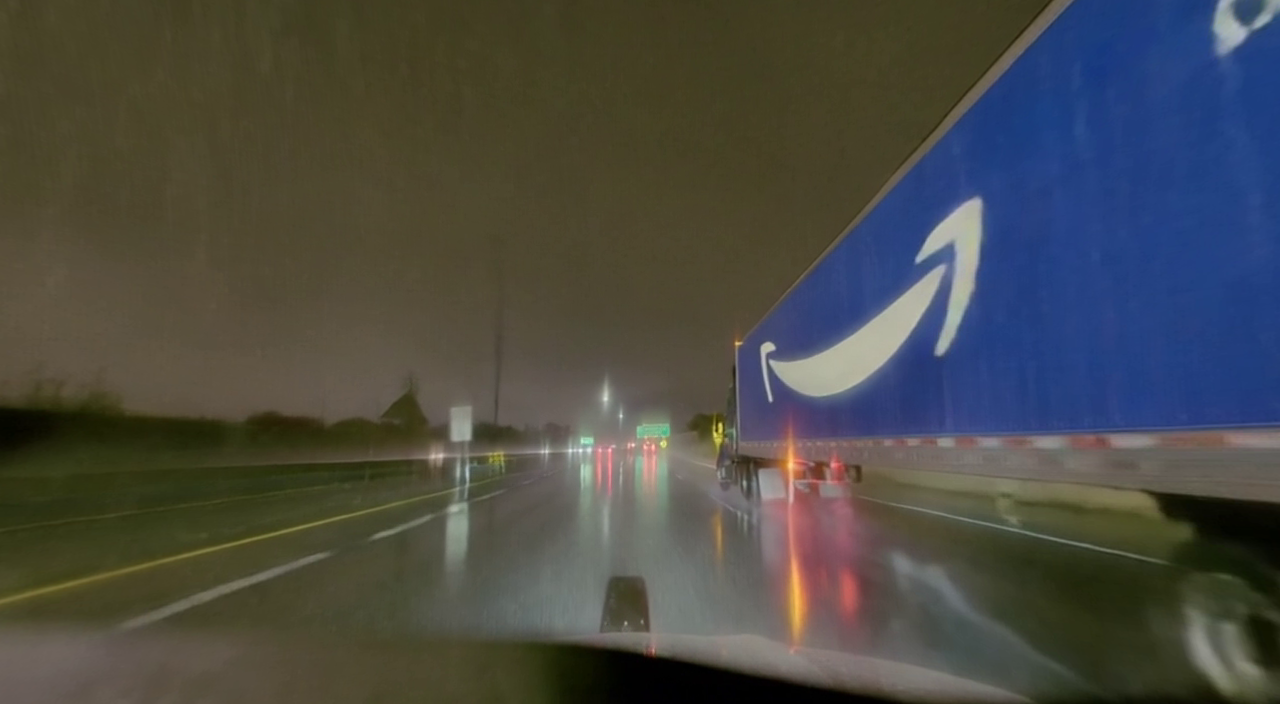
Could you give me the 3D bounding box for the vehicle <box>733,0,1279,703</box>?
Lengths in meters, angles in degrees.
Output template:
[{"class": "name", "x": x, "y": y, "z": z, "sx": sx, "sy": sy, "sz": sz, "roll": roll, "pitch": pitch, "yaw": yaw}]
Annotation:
[{"class": "vehicle", "x": 4.091, "y": 0.622, "z": 8.774, "sx": 2.928, "sy": 4.021, "sz": 17.190, "roll": 0, "pitch": -8, "yaw": 0}]
